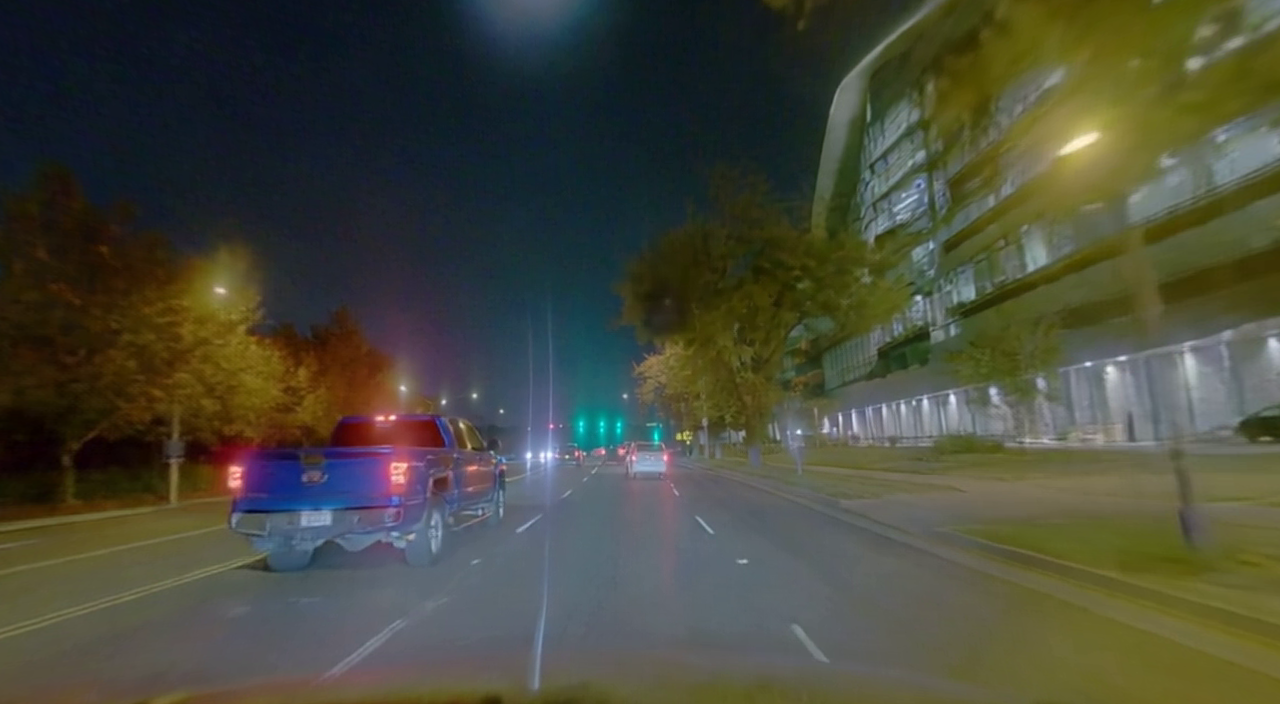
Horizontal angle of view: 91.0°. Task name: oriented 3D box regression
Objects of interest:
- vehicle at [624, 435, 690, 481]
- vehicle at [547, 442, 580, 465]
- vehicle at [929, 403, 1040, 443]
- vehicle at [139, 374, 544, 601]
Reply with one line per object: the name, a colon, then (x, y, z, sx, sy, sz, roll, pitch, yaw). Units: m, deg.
vehicle: (0.517, 3.905, 23.394, 2.142, 1.528, 4.133, 0, -9, -3)
vehicle: (-5.126, 6.791, 42.292, 2.018, 1.458, 4.350, 1, -9, -7)
vehicle: (22.268, 4.676, 41.005, 6.027, 2.377, 2.245, -4, -10, 26)
vehicle: (-3.088, 1.618, 8.500, 2.512, 1.992, 5.725, 0, -9, 2)
